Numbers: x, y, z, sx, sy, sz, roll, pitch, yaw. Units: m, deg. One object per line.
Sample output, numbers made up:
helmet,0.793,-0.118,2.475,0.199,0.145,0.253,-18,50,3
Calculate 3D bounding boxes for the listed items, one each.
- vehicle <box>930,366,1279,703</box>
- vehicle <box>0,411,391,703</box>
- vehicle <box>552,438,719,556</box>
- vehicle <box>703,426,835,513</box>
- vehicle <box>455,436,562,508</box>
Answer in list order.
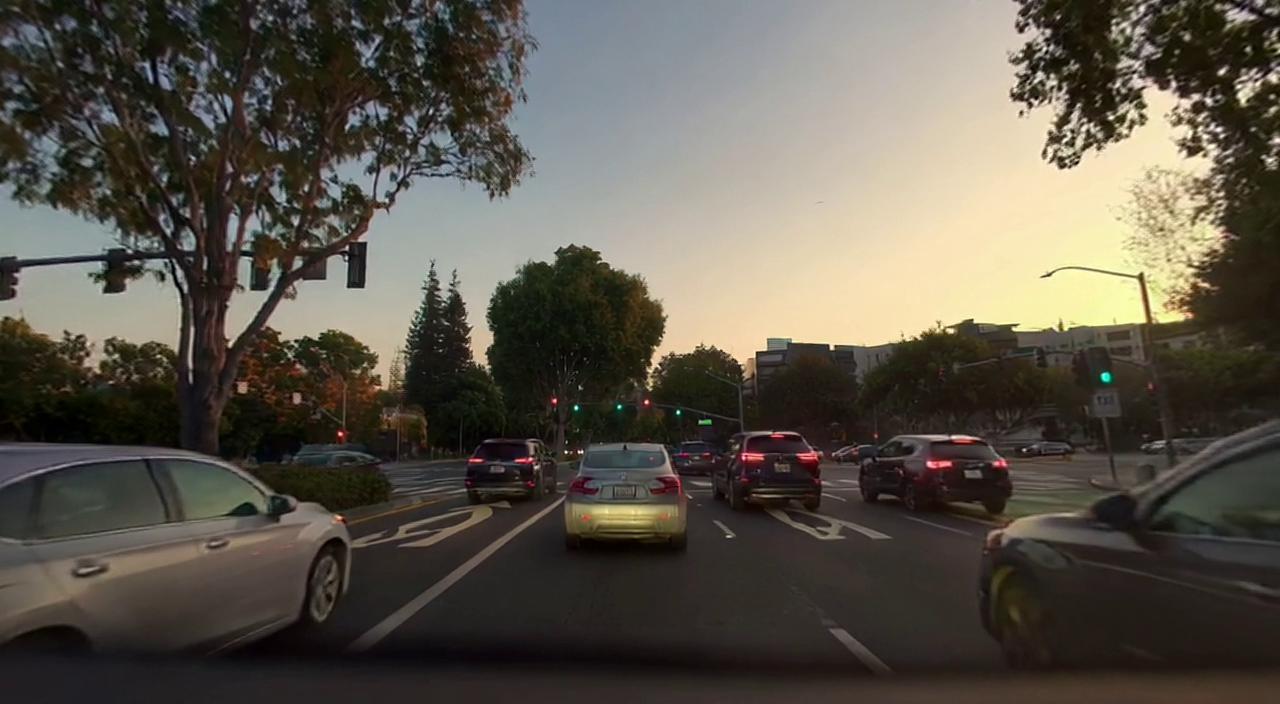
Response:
vehicle,3.057,0.814,1.876,1.996,1.566,4.917,0,-8,-1
vehicle,-3.231,1.113,3.305,2.045,1.463,4.490,0,-8,0
vehicle,-0.108,2.115,9.983,2.098,1.461,3.958,0,-8,-1
vehicle,2.874,2.742,15.270,2.138,1.778,4.422,0,-8,-2
vehicle,-3.425,3.196,17.372,2.033,1.714,4.278,0,-8,0
